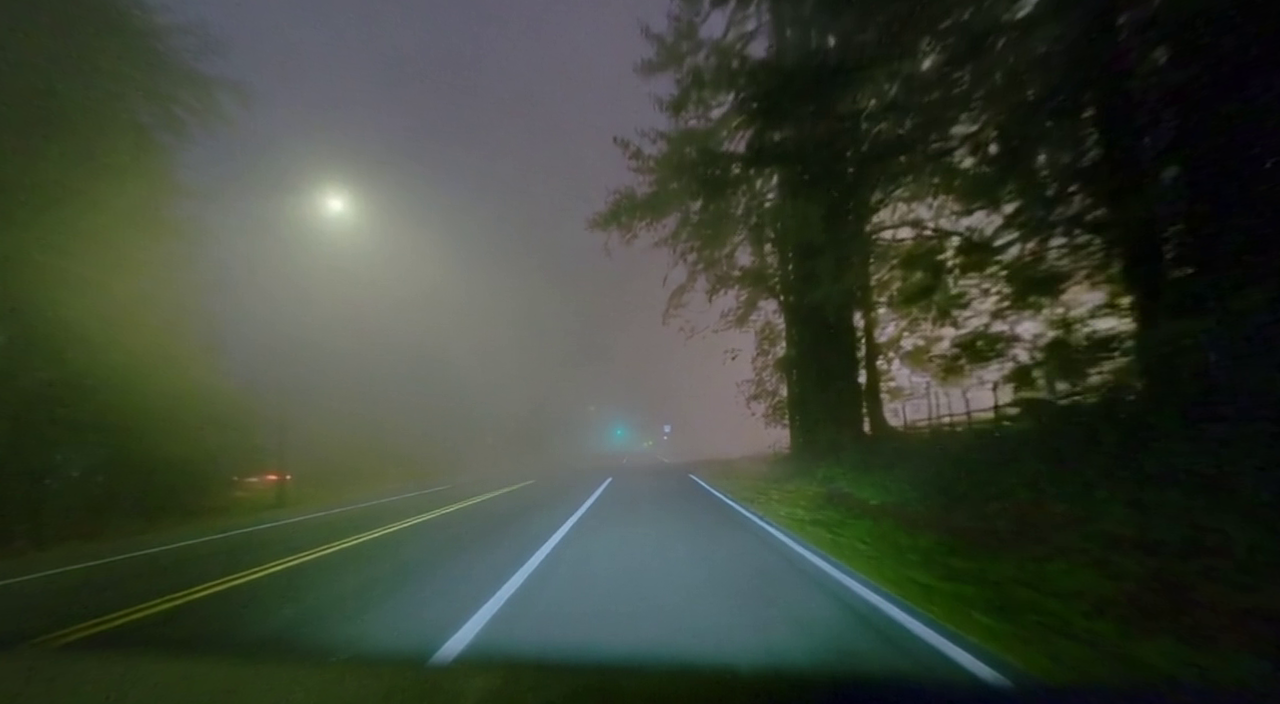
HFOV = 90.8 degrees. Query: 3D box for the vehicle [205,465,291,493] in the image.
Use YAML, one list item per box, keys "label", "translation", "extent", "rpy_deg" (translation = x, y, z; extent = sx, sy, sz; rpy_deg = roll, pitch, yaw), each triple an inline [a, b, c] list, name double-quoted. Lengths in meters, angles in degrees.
- label: "vehicle"
  translation: [-23.687, 7.676, 38.263]
  extent: [3.850, 1.521, 1.967]
  rpy_deg: [0, -9, 0]
